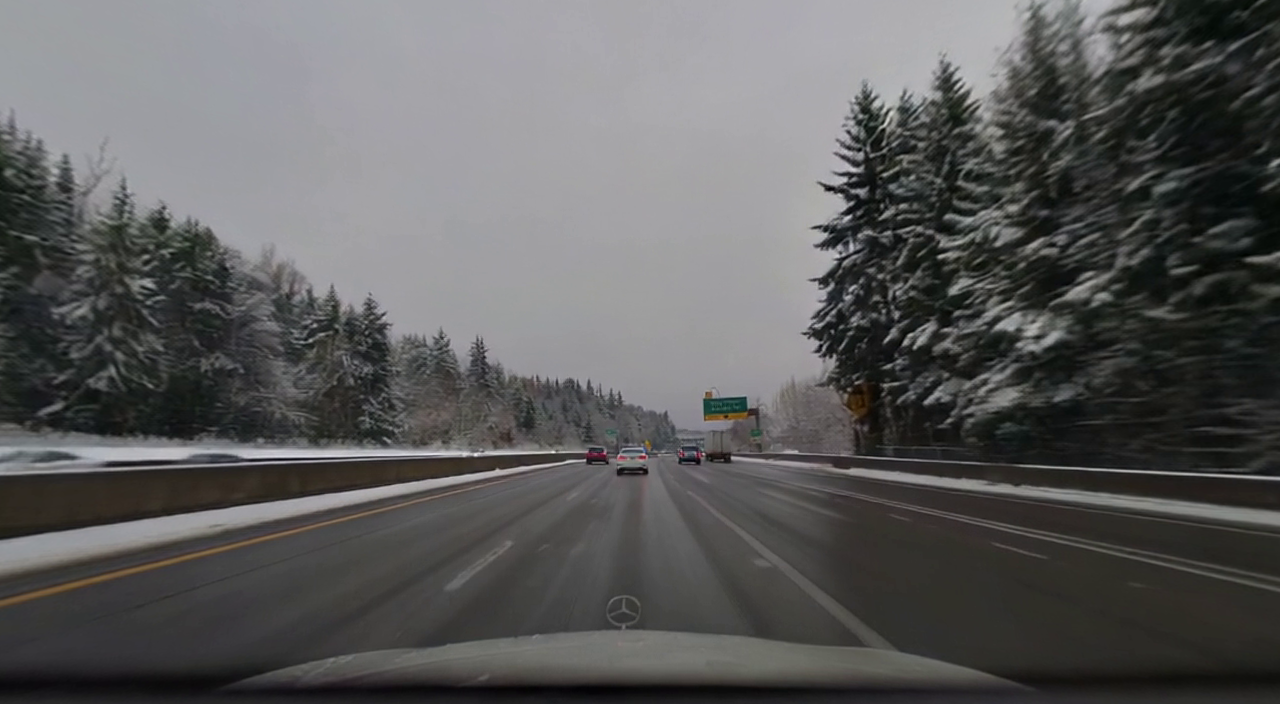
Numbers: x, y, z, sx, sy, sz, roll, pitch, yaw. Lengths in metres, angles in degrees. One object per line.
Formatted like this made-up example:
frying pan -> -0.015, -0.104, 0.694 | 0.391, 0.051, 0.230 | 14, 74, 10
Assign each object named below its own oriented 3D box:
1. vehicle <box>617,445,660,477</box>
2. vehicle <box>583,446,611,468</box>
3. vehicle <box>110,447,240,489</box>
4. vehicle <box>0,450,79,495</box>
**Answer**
vehicle -> -0.069, 5.453, 31.713 | 2.035, 1.513, 4.272 | 0, -9, 0
vehicle -> -3.234, 7.964, 47.996 | 1.874, 1.555, 3.487 | 0, -9, 0
vehicle -> -17.635, 4.385, 24.180 | 1.816, 1.444, 3.962 | -1, -9, 2
vehicle -> -21.469, 4.027, 21.164 | 1.760, 1.408, 3.672 | -1, -9, 2
